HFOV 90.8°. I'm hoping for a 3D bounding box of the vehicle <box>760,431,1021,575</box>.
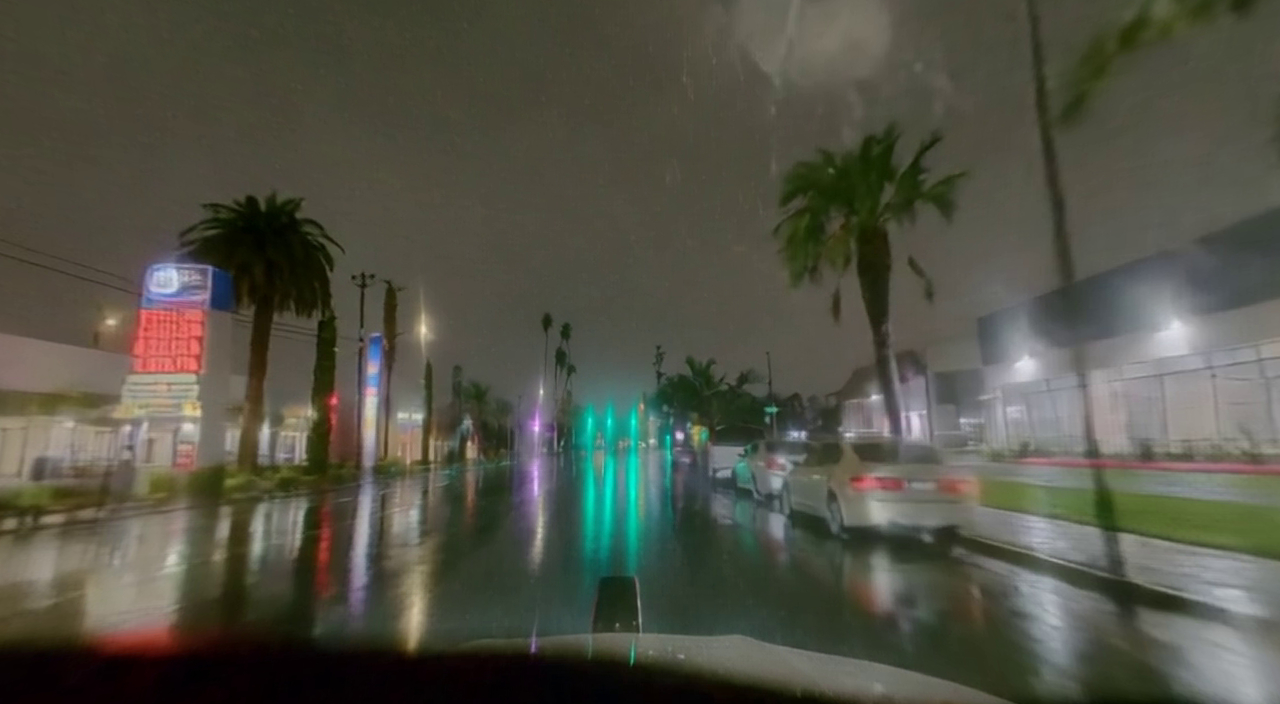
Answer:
[{"bbox_3d":[3.245,2.052,9.411,2.046,1.588,4.508,0,-9,0],"label":"vehicle"}]
